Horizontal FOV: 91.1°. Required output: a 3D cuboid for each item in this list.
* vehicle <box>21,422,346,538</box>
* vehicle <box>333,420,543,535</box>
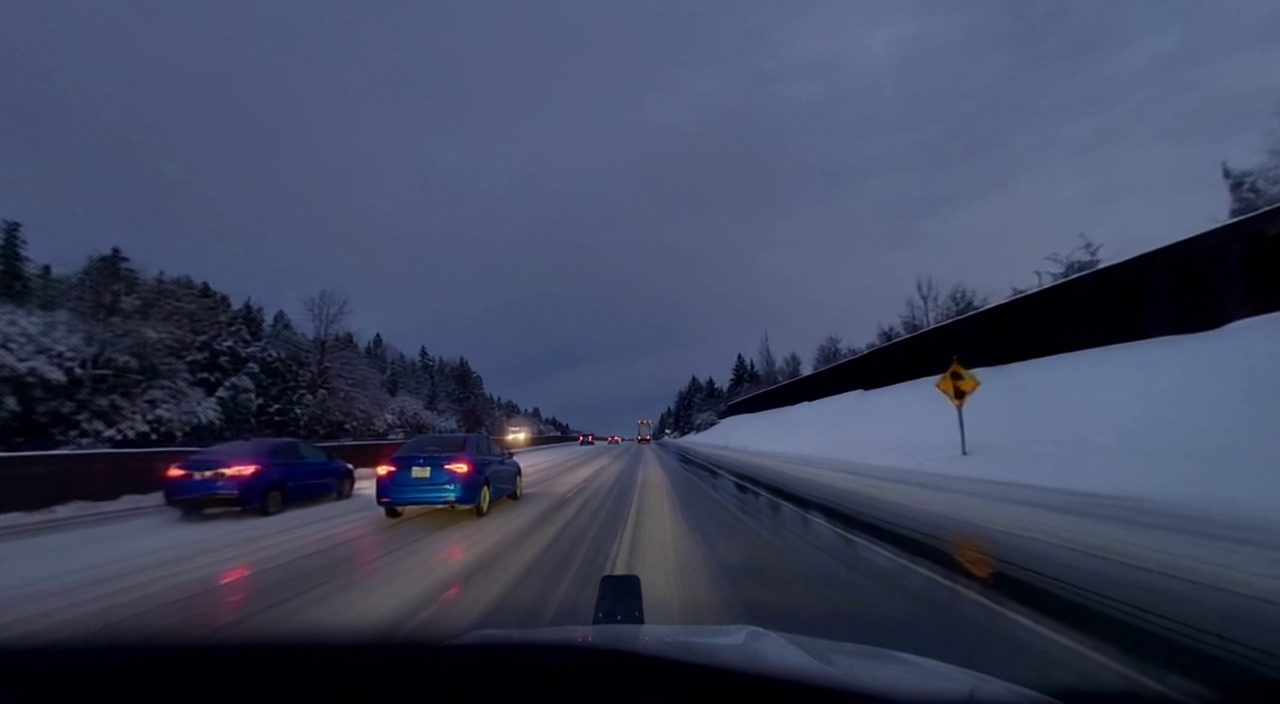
[{"bbox_3d":[-7.000,1.968,10.452,2.084,1.494,4.404,0,-8,0],"label":"vehicle"},{"bbox_3d":[-2.973,1.925,10.289,2.079,1.500,3.881,0,-8,1],"label":"vehicle"}]
